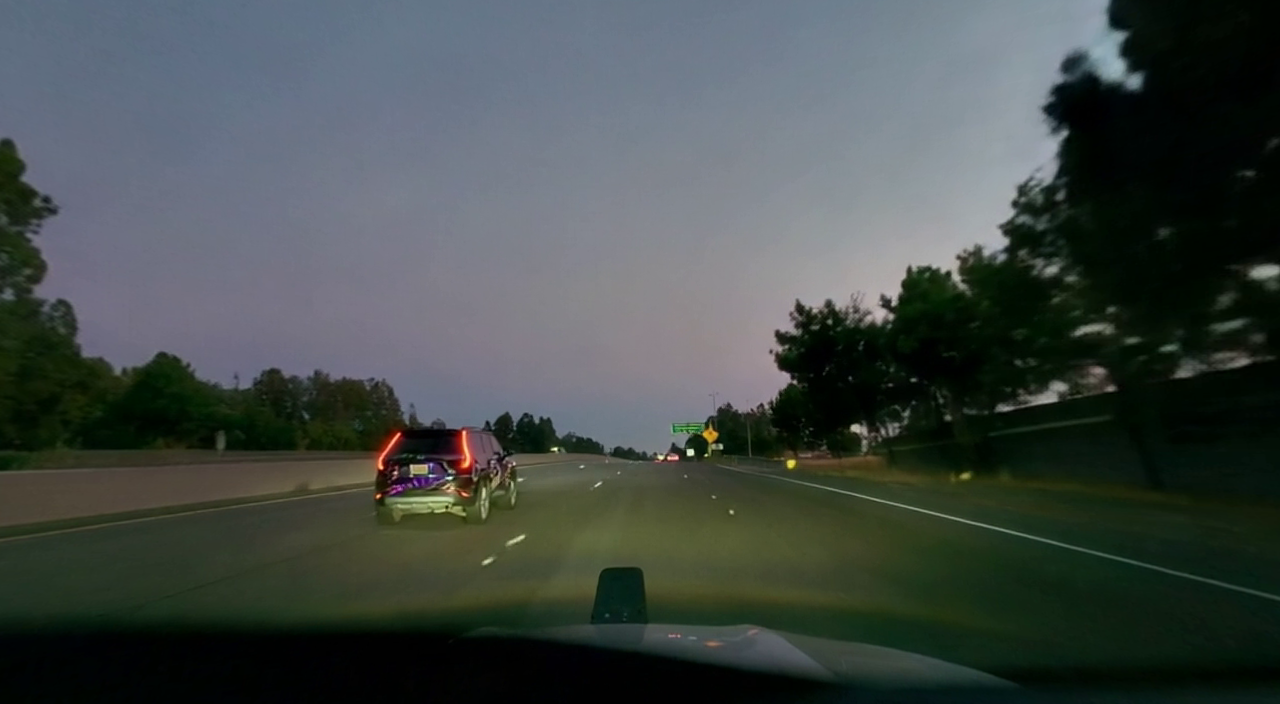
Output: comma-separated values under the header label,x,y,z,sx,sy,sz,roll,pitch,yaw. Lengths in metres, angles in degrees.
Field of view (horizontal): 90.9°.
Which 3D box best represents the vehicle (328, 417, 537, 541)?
label,x,y,z,sx,sy,sz,roll,pitch,yaw
vehicle,-3.441,2.215,11.687,2.183,1.803,4.685,0,-8,1
